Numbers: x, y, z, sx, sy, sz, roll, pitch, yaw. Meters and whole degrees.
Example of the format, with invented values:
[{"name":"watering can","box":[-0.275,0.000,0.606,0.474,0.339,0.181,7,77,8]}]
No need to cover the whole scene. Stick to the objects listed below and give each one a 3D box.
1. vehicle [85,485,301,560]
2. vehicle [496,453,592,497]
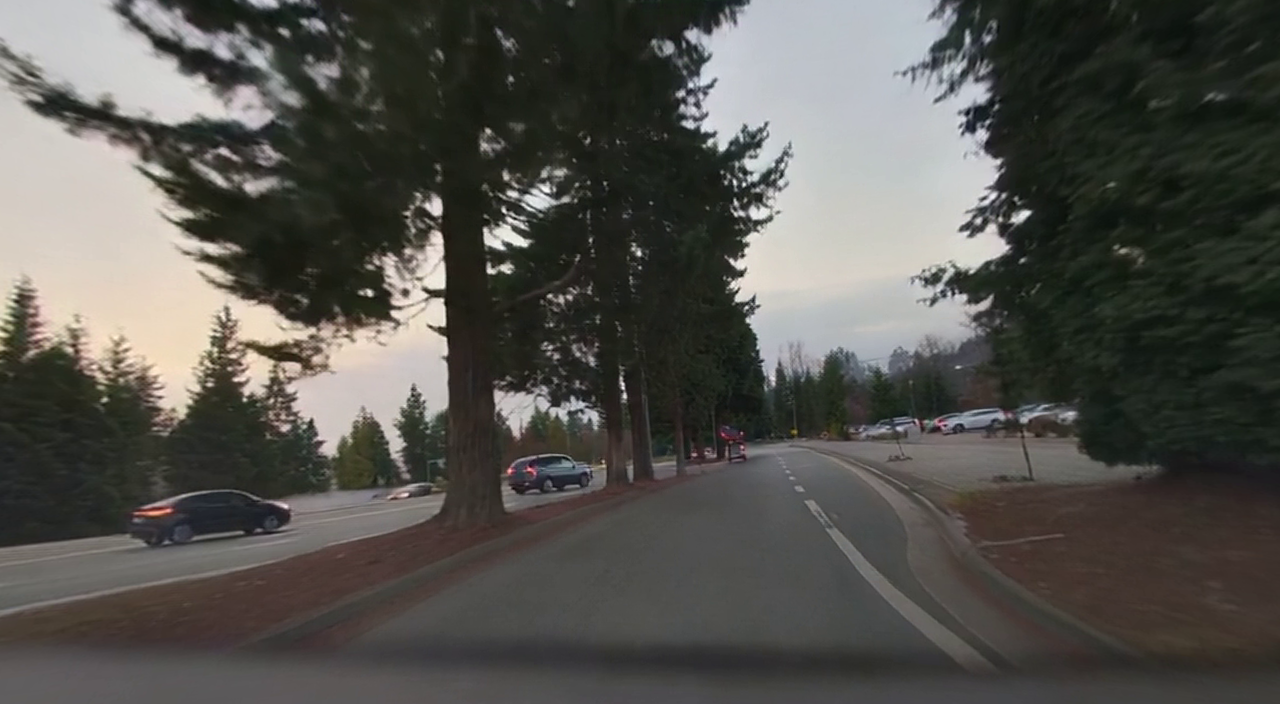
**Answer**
[{"name":"vehicle","box":[-12.736,4.826,18.437,1.886,1.535,4.742,-4,-9,24]},{"name":"vehicle","box":[-4.164,5.414,28.272,2.049,1.699,4.860,-4,-9,21]}]
